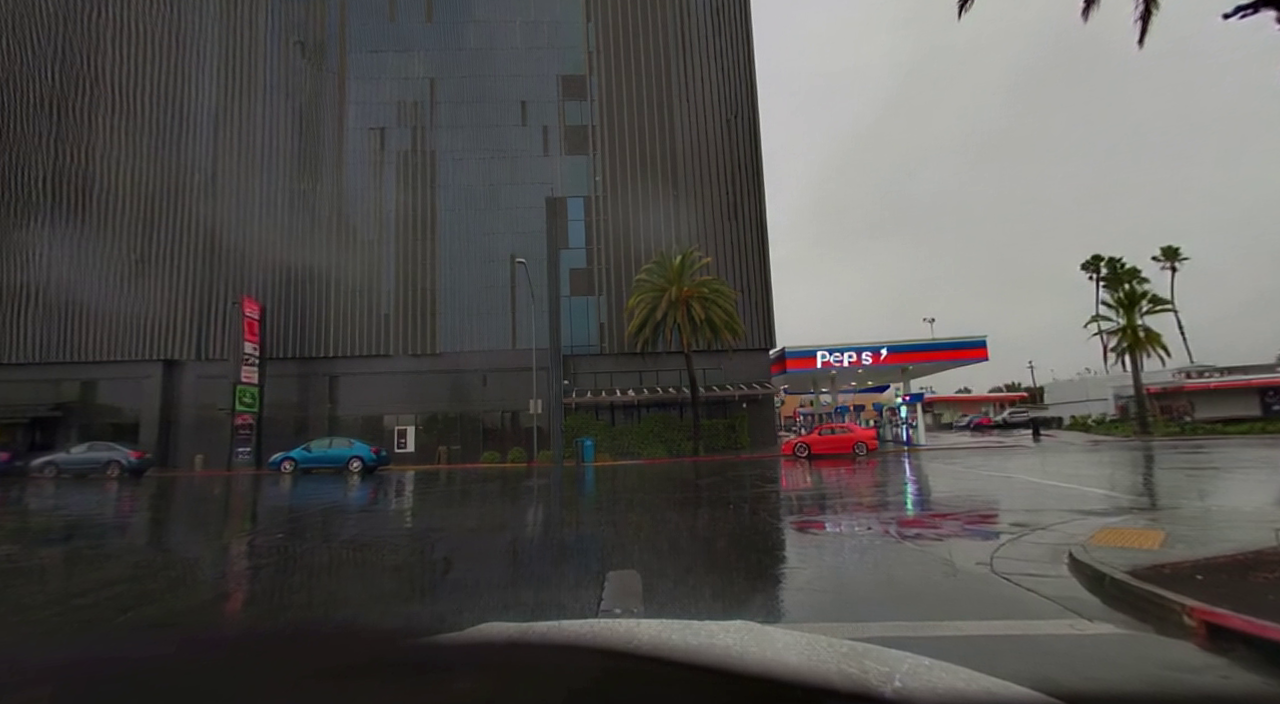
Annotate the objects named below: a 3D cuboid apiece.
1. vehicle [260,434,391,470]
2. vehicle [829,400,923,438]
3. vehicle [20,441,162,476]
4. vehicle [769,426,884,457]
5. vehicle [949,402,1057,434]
[{"bbox_3d":[-13.933,4.447,28.148,4.857,1.497,1.811,0,-9,2],"label":"vehicle"},{"bbox_3d":[16.085,4.602,43.292,5.524,2.504,2.196,0,-9,-3],"label":"vehicle"},{"bbox_3d":[-23.614,4.587,27.293,4.321,1.430,1.775,0,-9,-2],"label":"vehicle"},{"bbox_3d":[8.623,4.180,29.460,4.782,1.371,1.763,1,-9,-5],"label":"vehicle"},{"bbox_3d":[28.555,5.213,49.859,7.026,2.329,2.545,1,-6,-4],"label":"vehicle"}]
